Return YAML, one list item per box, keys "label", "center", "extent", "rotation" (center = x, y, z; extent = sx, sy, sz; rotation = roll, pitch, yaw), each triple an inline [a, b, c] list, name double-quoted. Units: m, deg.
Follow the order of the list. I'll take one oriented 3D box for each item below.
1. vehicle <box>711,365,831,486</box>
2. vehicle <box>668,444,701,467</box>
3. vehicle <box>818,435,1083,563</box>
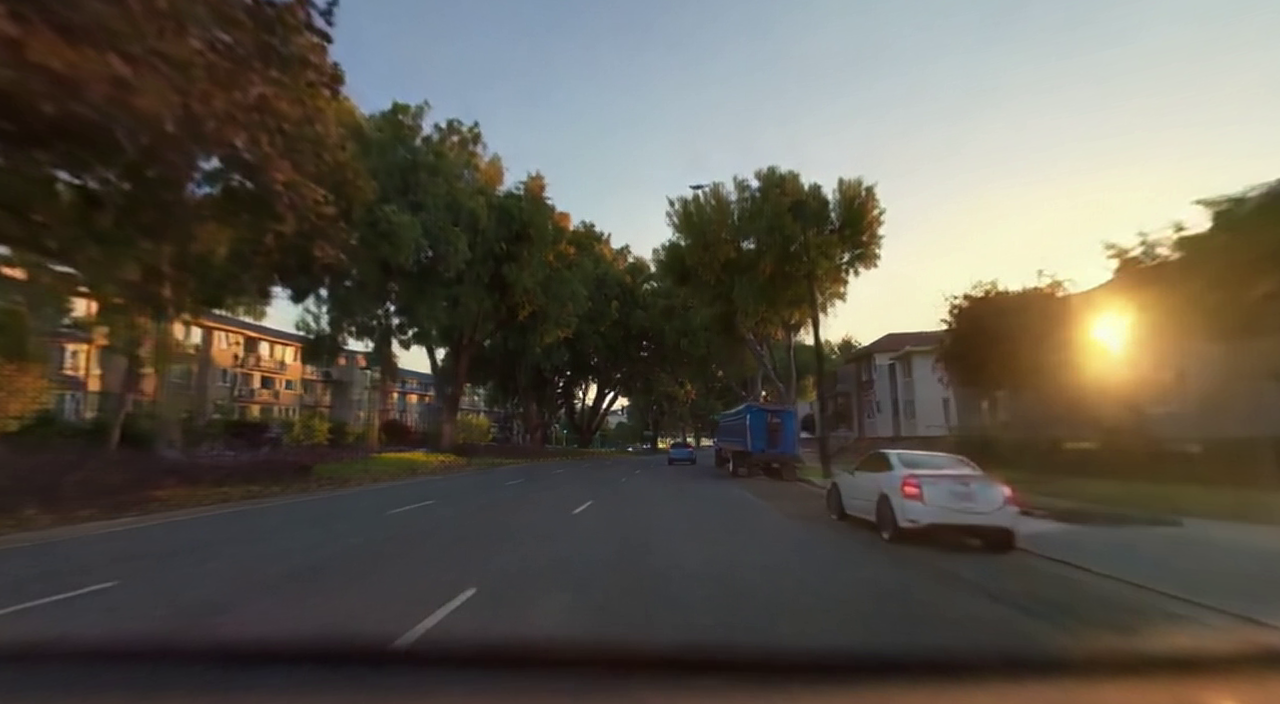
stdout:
- label: "vehicle"
  center: [5.032, 3.378, 27.401]
  extent: [3.157, 3.982, 13.307]
  rotation: [0, -8, 3]
- label: "vehicle"
  center: [2.915, 6.664, 40.653]
  extent: [1.871, 1.370, 4.206]
  rotation: [-1, -9, 7]
- label: "vehicle"
  center: [4.295, 2.065, 9.756]
  extent: [1.884, 1.472, 4.650]
  rotation: [0, -8, 2]
